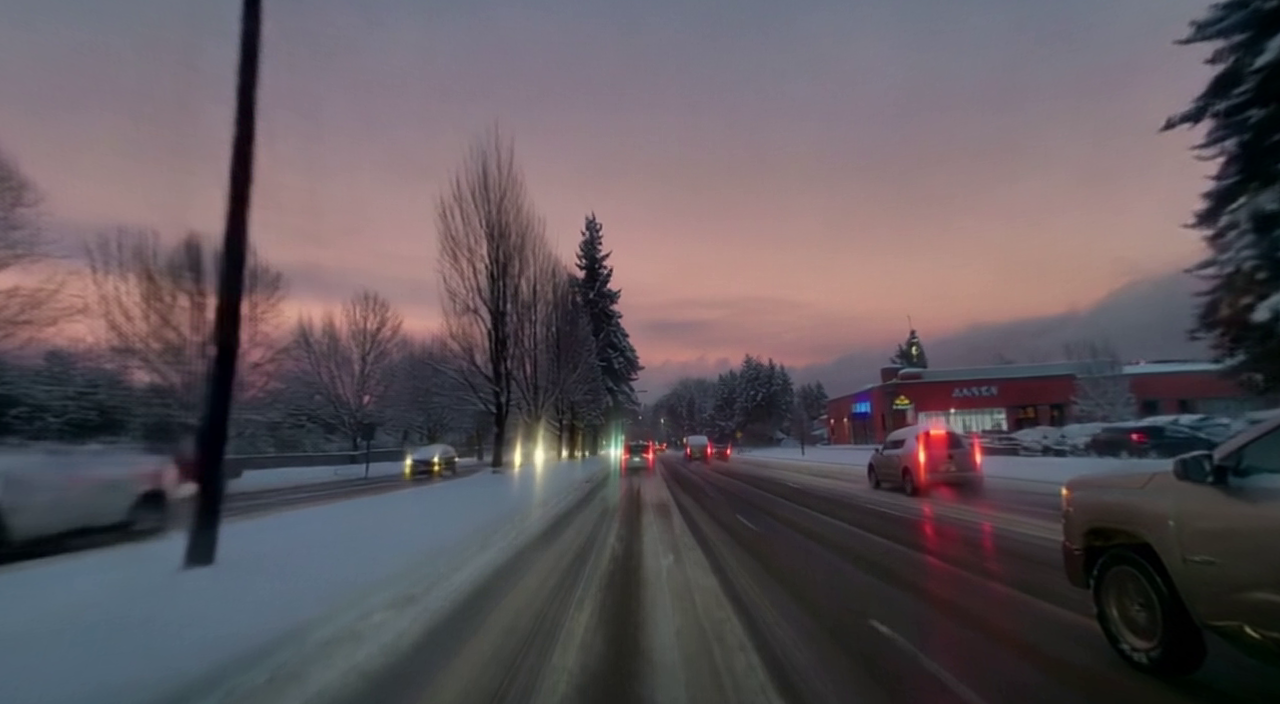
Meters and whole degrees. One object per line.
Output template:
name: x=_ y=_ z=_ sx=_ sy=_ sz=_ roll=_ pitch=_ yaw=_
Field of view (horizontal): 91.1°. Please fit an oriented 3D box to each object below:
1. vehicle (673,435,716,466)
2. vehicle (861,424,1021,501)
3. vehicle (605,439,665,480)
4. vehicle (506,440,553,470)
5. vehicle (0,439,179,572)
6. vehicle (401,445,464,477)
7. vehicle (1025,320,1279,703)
vehicle: x=3.994 y=7.335 z=46.810 sx=2.716 sy=2.131 sz=5.766 roll=0 pitch=-9 yaw=0
vehicle: x=7.781 y=2.907 z=16.844 sx=2.090 sy=1.768 sz=4.407 roll=0 pitch=-9 yaw=0
vehicle: x=-0.163 y=4.493 z=26.479 sx=2.315 sy=1.563 sz=4.080 roll=0 pitch=-9 yaw=1
vehicle: x=-7.748 y=7.266 z=44.554 sx=2.262 sy=1.920 sz=5.604 roll=0 pitch=-9 yaw=1
vehicle: x=-8.764 y=1.922 z=8.028 sx=2.082 sy=1.588 sz=4.710 roll=0 pitch=-9 yaw=1
vehicle: x=-11.922 y=6.285 z=36.418 sx=2.021 sy=1.712 sz=4.469 roll=0 pitch=-9 yaw=2
vehicle: x=3.484 y=0.652 z=1.635 sx=2.090 sy=1.763 sz=4.560 roll=0 pitch=-9 yaw=1
